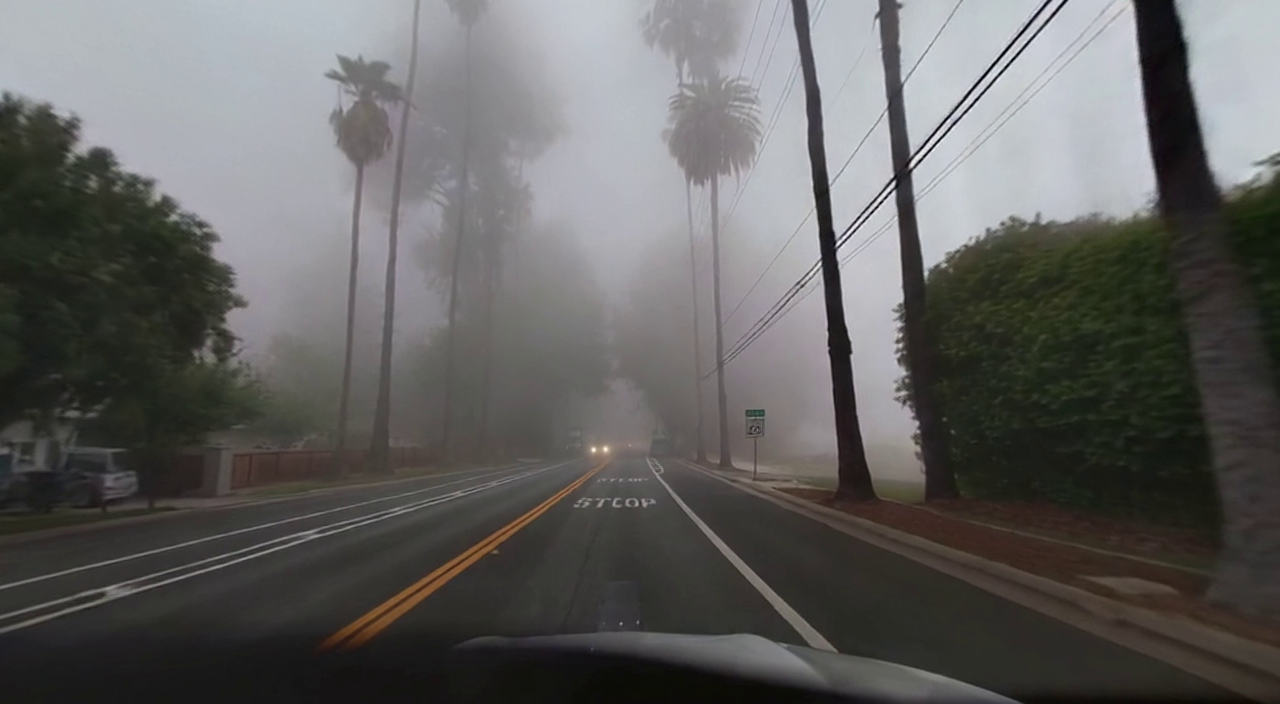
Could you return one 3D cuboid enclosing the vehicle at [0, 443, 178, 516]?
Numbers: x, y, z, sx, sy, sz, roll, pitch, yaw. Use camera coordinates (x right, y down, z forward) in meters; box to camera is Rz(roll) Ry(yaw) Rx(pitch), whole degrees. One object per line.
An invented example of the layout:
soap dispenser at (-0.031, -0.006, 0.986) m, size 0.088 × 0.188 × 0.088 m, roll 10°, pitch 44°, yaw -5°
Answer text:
vehicle at (-15.385, 3.349, 16.891) m, size 4.454 × 1.815 × 1.921 m, roll 0°, pitch -8°, yaw -1°
